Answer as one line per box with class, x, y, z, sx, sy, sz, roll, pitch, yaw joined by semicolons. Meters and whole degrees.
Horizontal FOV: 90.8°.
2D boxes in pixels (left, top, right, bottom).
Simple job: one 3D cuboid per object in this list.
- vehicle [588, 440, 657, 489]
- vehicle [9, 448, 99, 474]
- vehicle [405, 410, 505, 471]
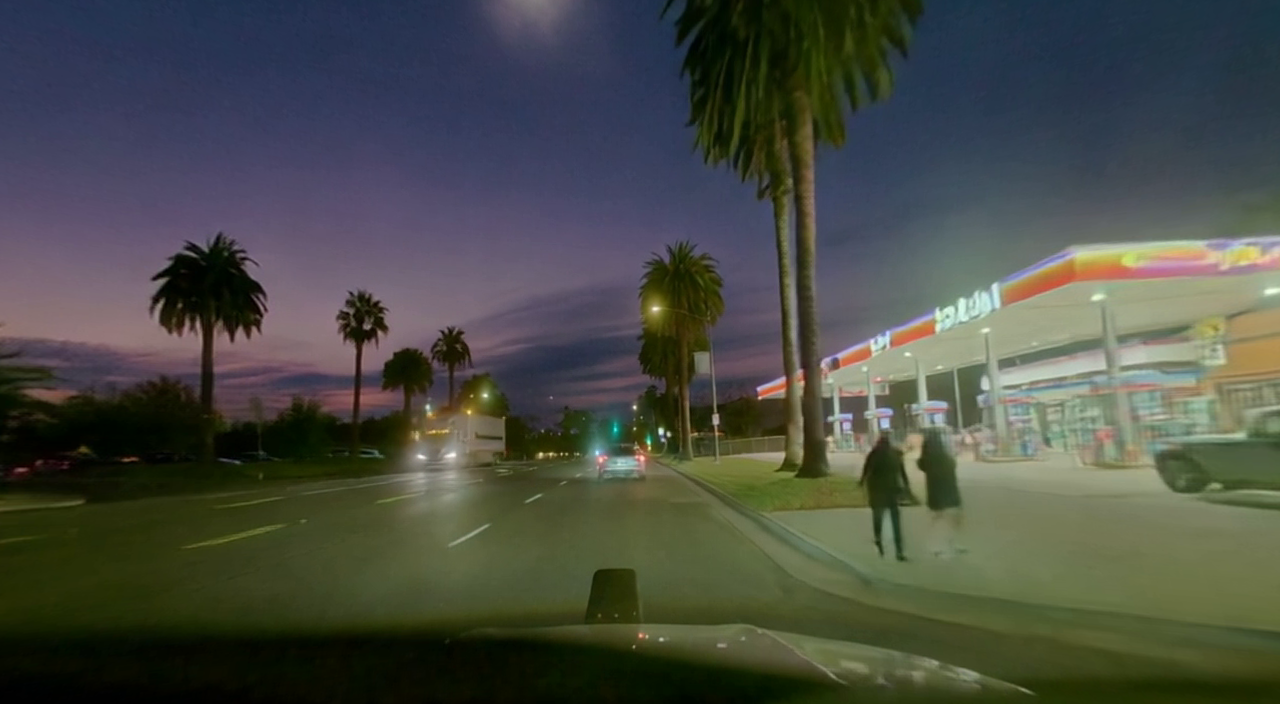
vehicle;-0.560;3.719;21.225;2.076;1.486;4.119;0;-9;-1
vehicle;-44.310;8.229;47.793;4.802;1.933;2.076;-1;-9;4
vehicle;-12.055;6.060;42.820;3.022;3.532;12.586;0;-9;0
